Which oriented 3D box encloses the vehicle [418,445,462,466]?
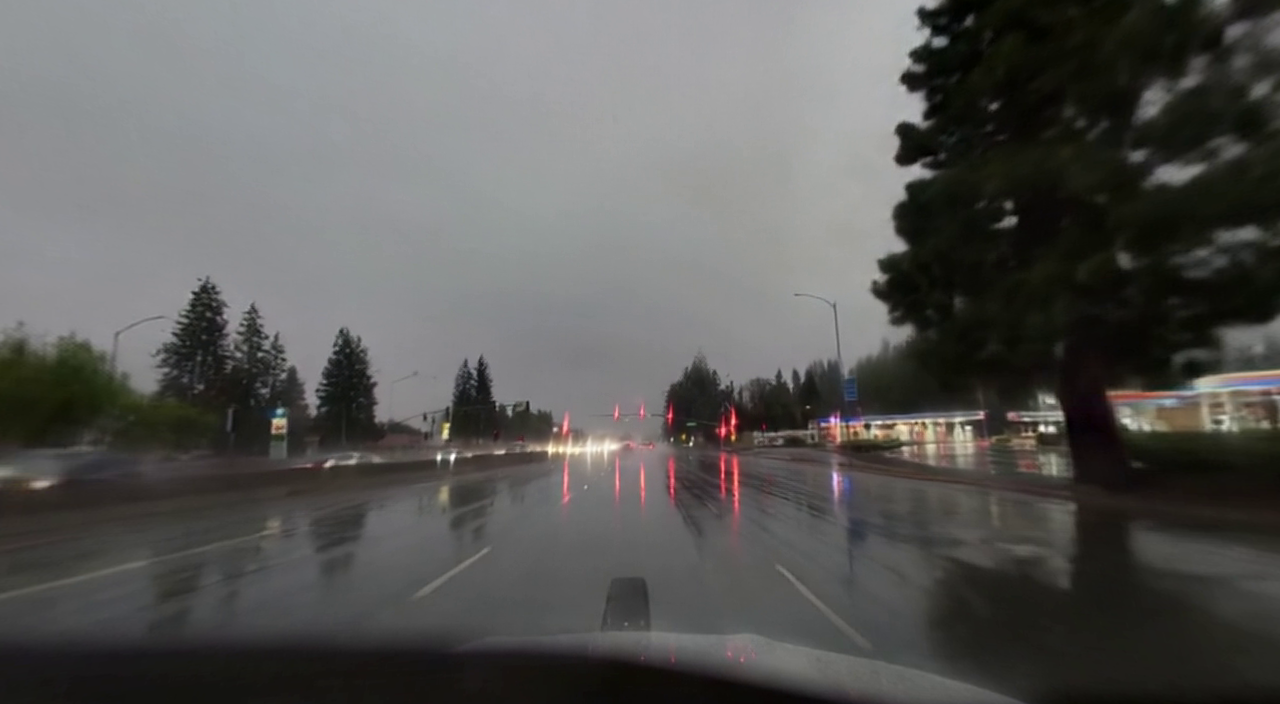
[{"bbox_3d":[-14.816,7.670,46.861,1.880,1.496,4.246,0,-8,0],"label":"vehicle"}]

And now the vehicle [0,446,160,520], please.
[{"bbox_3d":[-14.097,2.975,14.808,1.951,1.470,4.673,0,-8,0],"label":"vehicle"}]
